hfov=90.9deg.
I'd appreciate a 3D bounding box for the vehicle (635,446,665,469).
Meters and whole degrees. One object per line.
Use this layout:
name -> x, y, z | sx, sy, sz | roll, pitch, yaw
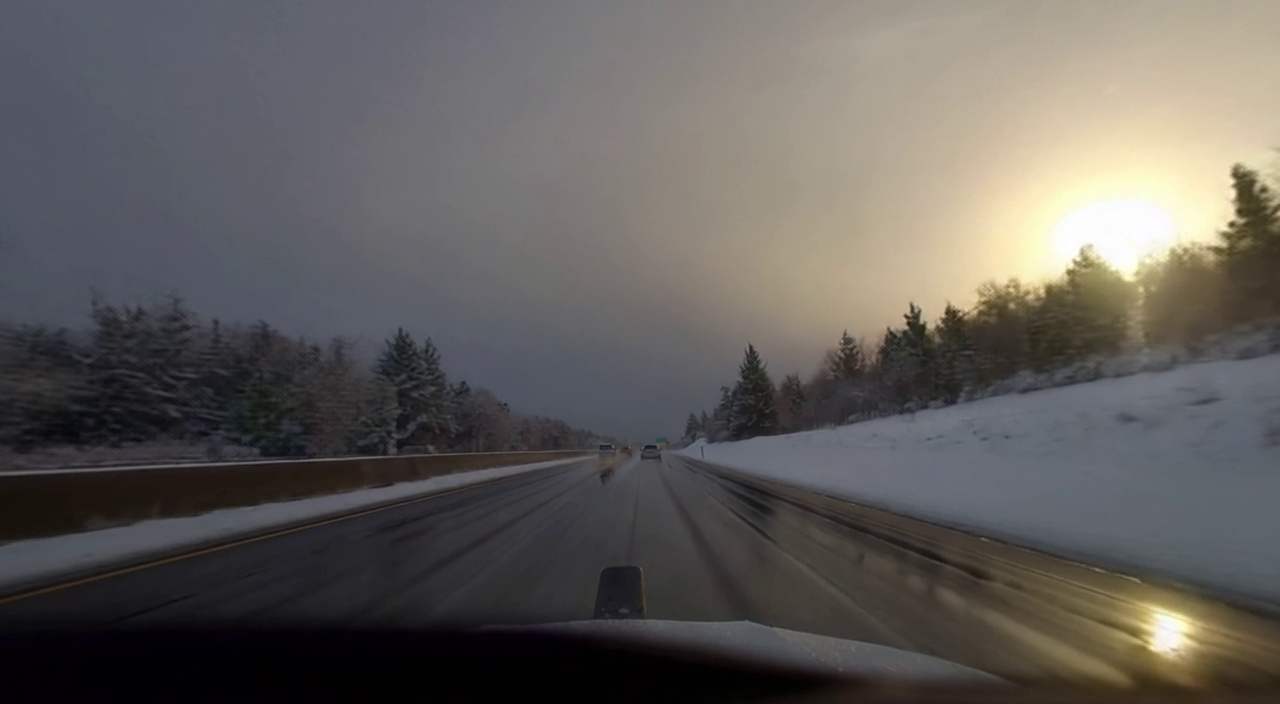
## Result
vehicle -> 0.676, 7.163, 42.785 | 1.934, 1.488, 3.832 | 0, -9, 1
